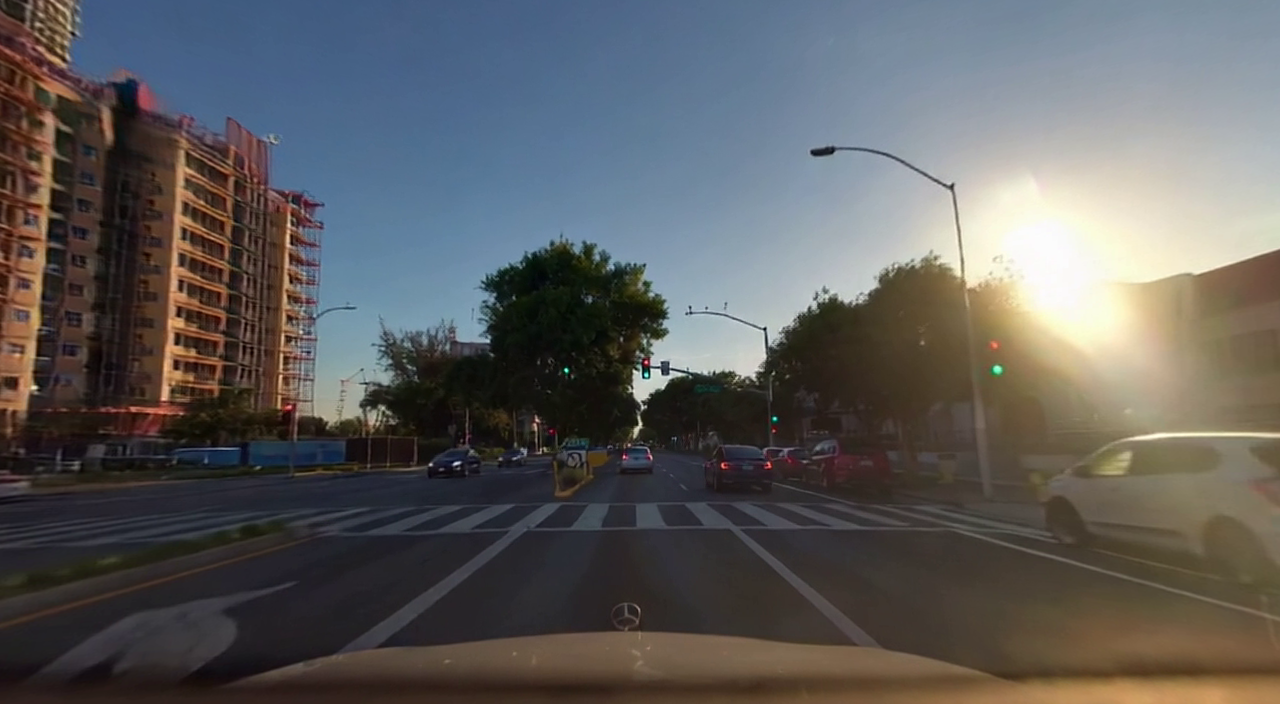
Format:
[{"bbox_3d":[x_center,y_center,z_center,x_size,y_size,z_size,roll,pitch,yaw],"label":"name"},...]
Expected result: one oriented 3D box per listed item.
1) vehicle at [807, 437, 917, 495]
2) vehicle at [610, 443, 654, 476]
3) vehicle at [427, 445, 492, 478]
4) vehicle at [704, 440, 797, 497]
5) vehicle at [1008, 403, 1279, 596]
[{"bbox_3d":[7.340,3.803,21.466,2.031,1.708,4.567,0,-9,-1],"label":"vehicle"},{"bbox_3d":[-0.356,5.147,30.553,2.006,1.487,3.535,0,-9,0],"label":"vehicle"},{"bbox_3d":[-8.750,5.329,31.001,1.902,1.503,4.240,0,-9,0],"label":"vehicle"},{"bbox_3d":[3.095,3.351,18.566,1.910,1.474,4.003,0,-9,-1],"label":"vehicle"},{"bbox_3d":[7.245,1.670,7.759,2.125,1.838,5.555,0,-9,0],"label":"vehicle"}]
